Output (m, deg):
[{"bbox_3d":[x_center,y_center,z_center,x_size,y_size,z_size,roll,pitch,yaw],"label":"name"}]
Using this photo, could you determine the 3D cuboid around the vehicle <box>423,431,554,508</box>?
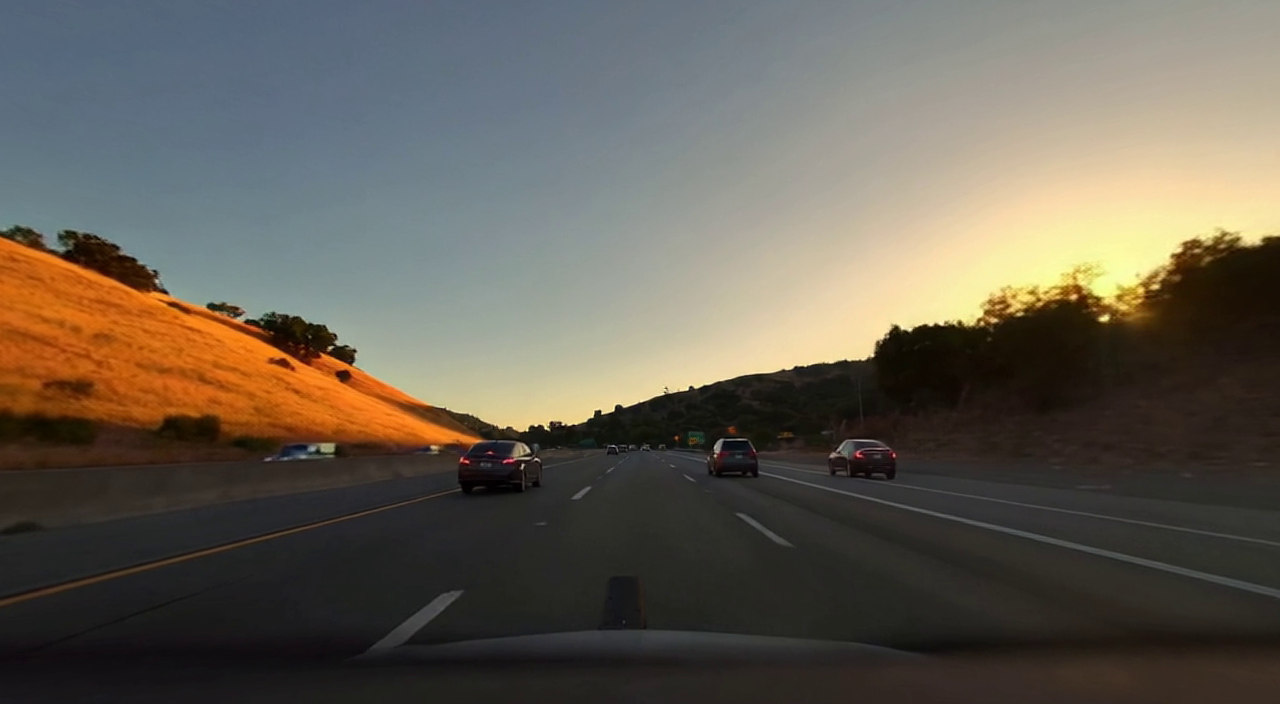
[{"bbox_3d":[-3.654,2.934,16.198,2.166,1.672,4.388,-1,-8,1],"label":"vehicle"}]

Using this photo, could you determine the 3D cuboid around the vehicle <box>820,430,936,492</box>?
[{"bbox_3d":[7.394,3.430,20.166,1.998,1.717,4.338,0,-8,0],"label":"vehicle"}]

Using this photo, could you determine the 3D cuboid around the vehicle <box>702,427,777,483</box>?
[{"bbox_3d":[3.728,3.978,24.671,2.121,1.925,5.056,0,-8,0],"label":"vehicle"}]
